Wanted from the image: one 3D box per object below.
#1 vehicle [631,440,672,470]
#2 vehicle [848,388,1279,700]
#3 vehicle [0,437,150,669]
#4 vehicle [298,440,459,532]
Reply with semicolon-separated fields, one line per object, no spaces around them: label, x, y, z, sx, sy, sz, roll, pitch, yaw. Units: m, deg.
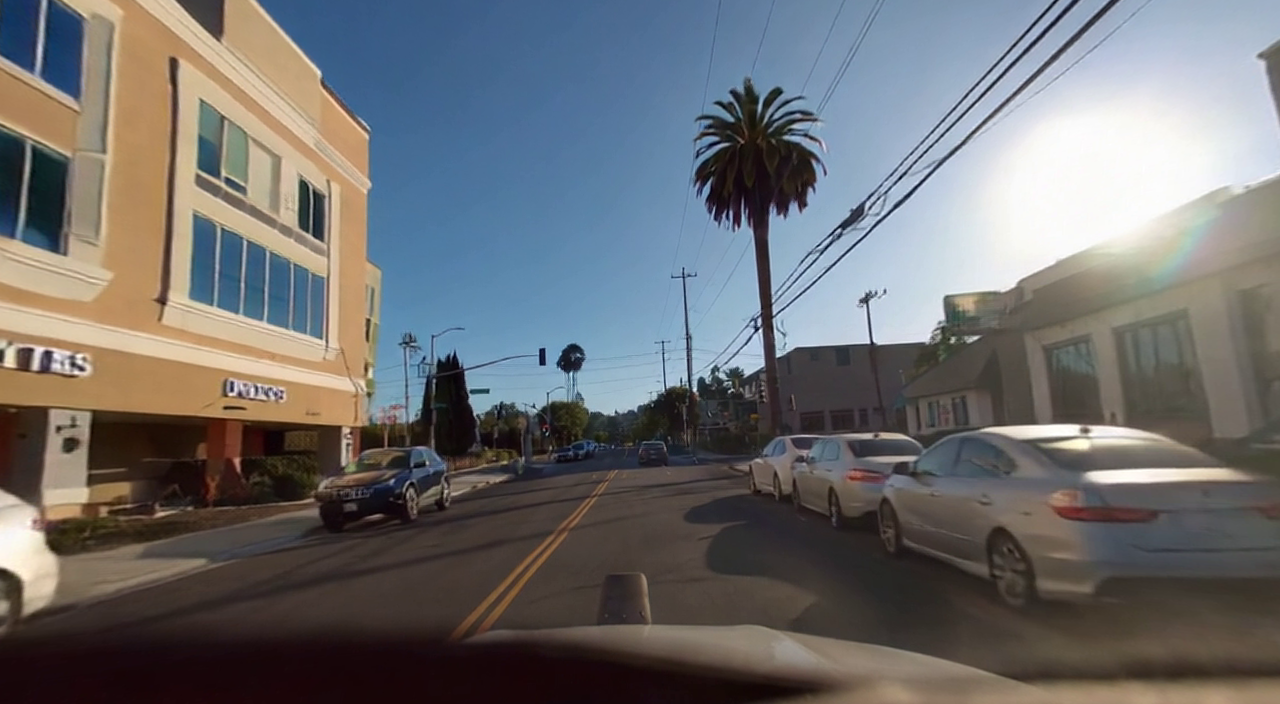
vehicle;0.571;5.674;34.972;2.125;1.524;4.404;-1;-9;-1
vehicle;3.617;1.360;5.760;1.948;1.607;4.873;-1;-9;3
vehicle;-6.262;1.469;3.957;2.007;1.876;5.361;-1;-9;0
vehicle;-6.164;3.185;15.680;2.126;1.864;4.831;0;-9;-3
